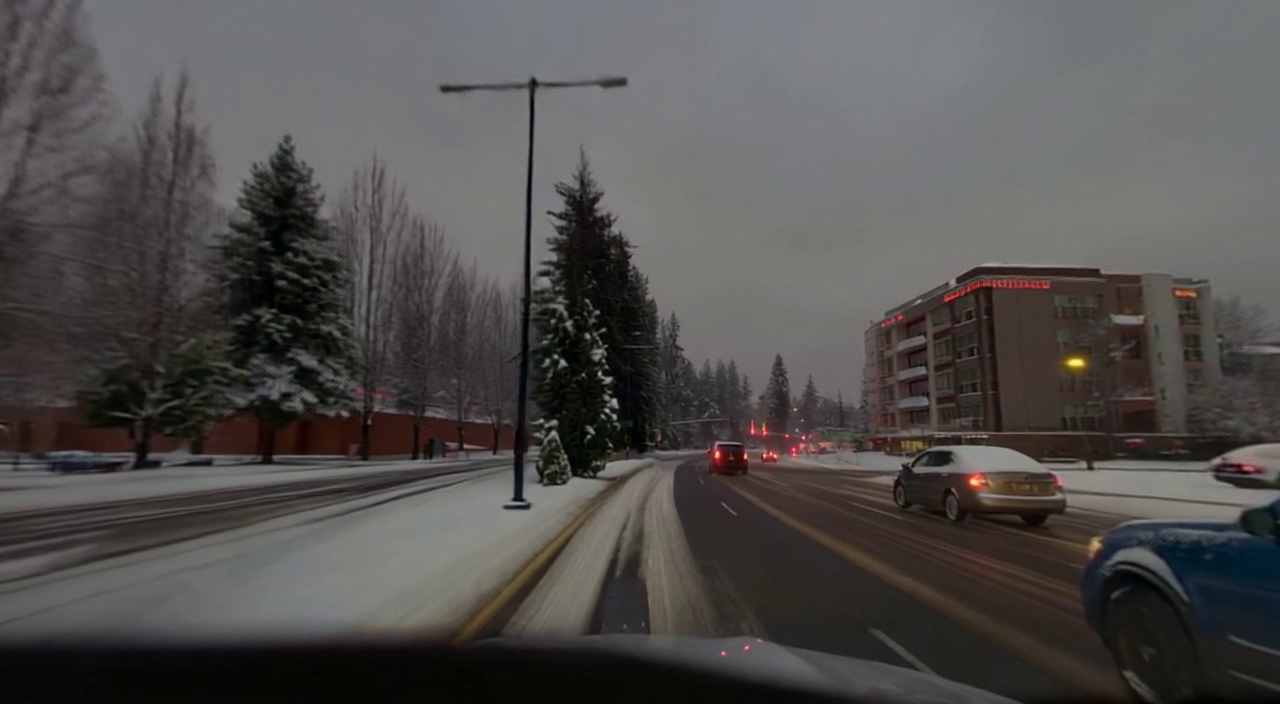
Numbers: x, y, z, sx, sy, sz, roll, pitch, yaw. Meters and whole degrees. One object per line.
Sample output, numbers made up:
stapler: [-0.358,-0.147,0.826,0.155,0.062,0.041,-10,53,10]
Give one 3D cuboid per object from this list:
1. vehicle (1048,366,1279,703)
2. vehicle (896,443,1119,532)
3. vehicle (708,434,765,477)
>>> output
vehicle: [3.306,0.762,1.555,1.901,1.634,3.952,0,-8,0]
vehicle: [7.252,2.670,13.140,1.899,1.496,4.559,0,-8,0]
vehicle: [4.508,4.939,30.289,2.154,1.844,4.634,-1,-8,2]
